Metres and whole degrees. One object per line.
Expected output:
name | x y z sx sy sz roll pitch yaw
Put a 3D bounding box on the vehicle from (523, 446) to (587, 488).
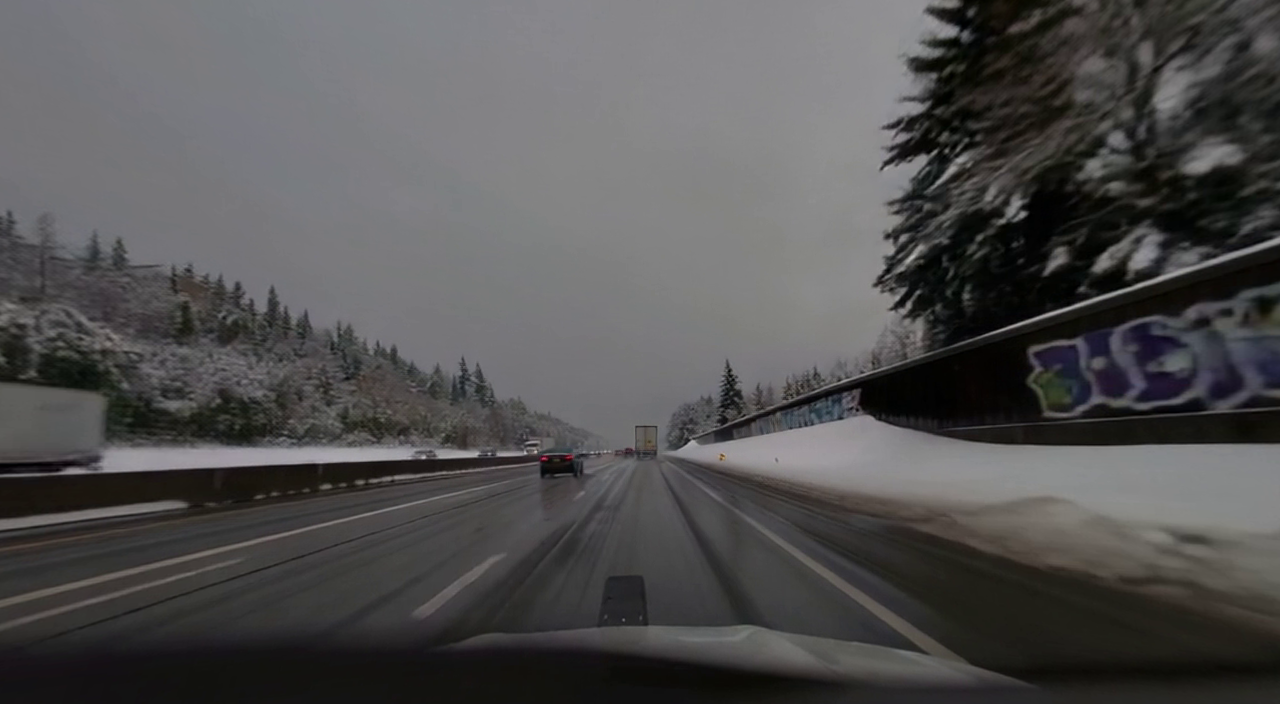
vehicle | -3.194 4.405 24.587 1.803 1.466 4.509 0 -9 1
